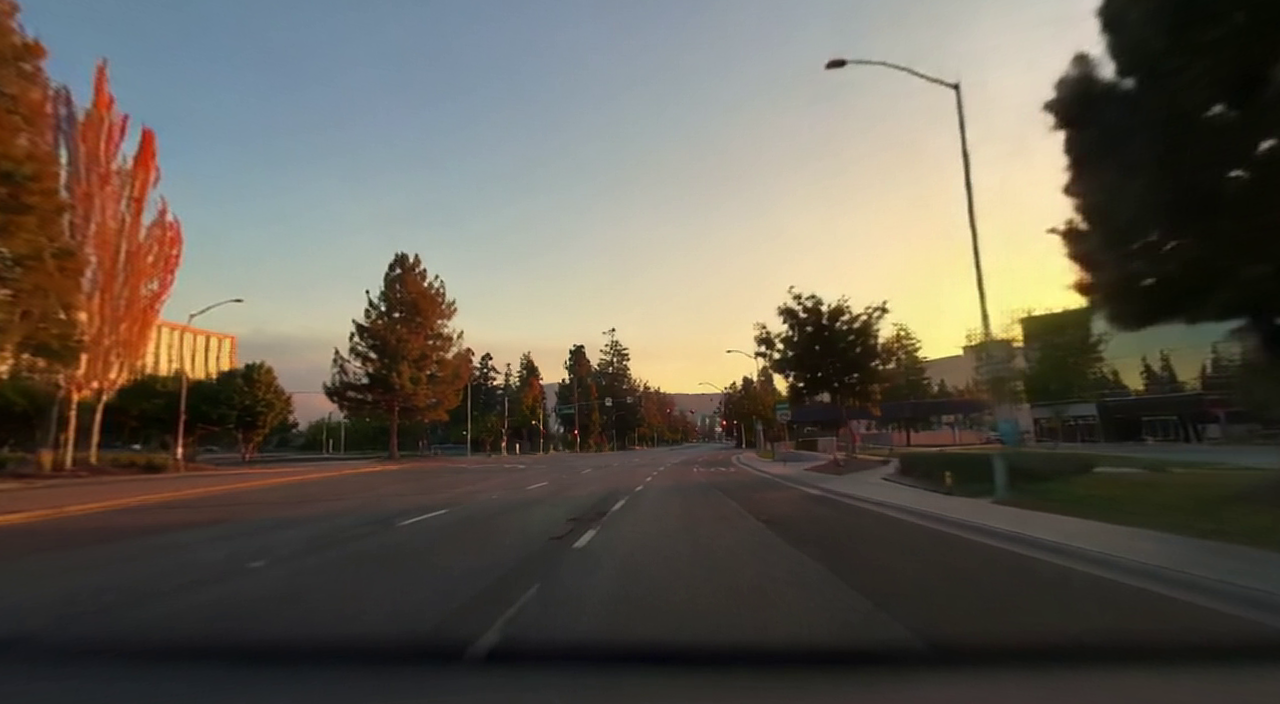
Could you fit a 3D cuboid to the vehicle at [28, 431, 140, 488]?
[{"bbox_3d":[-26.063,5.014,29.753,2.249,2.488,3.048,-3,-8,10],"label":"vehicle"}]
